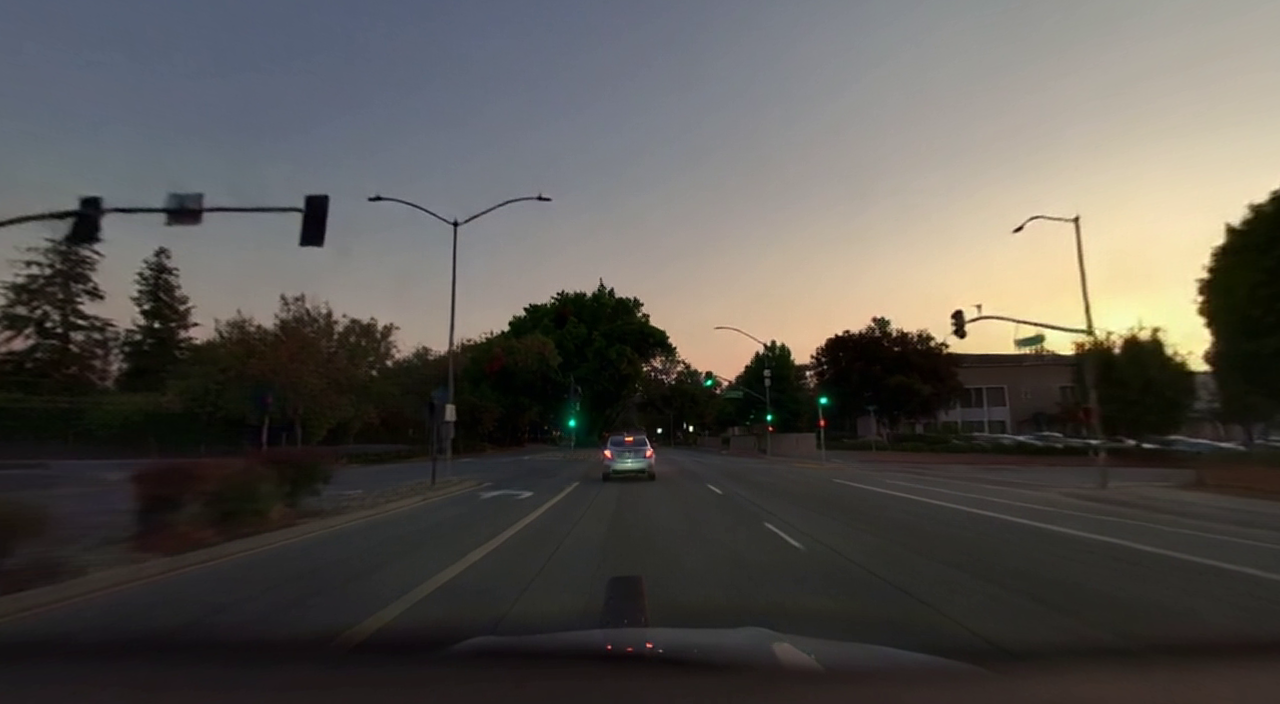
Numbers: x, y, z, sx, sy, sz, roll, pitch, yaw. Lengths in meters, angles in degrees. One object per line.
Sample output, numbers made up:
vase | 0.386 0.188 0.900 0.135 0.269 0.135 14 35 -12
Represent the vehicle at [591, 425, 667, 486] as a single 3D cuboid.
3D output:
vehicle | -0.336 3.297 20.353 2.192 1.734 4.176 0 -8 0
